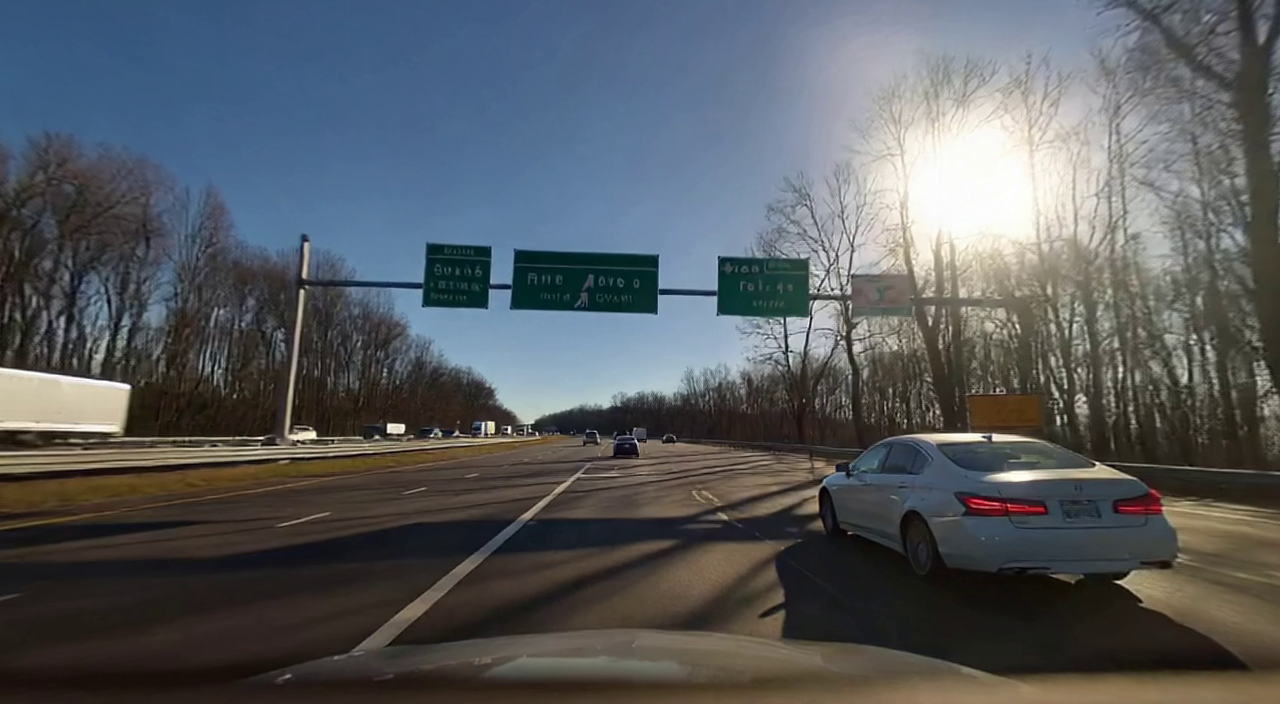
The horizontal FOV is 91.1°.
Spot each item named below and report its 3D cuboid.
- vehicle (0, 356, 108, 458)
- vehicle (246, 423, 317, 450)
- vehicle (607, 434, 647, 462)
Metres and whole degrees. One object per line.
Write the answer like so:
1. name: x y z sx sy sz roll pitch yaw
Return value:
1. vehicle: -25.435 1.893 22.394 2.979 3.780 11.677 0 -8 -1
2. vehicle: -22.280 5.281 39.270 1.869 1.544 4.369 0 -8 -1
3. vehicle: -0.791 5.436 35.806 2.121 1.445 4.187 0 -8 -2
